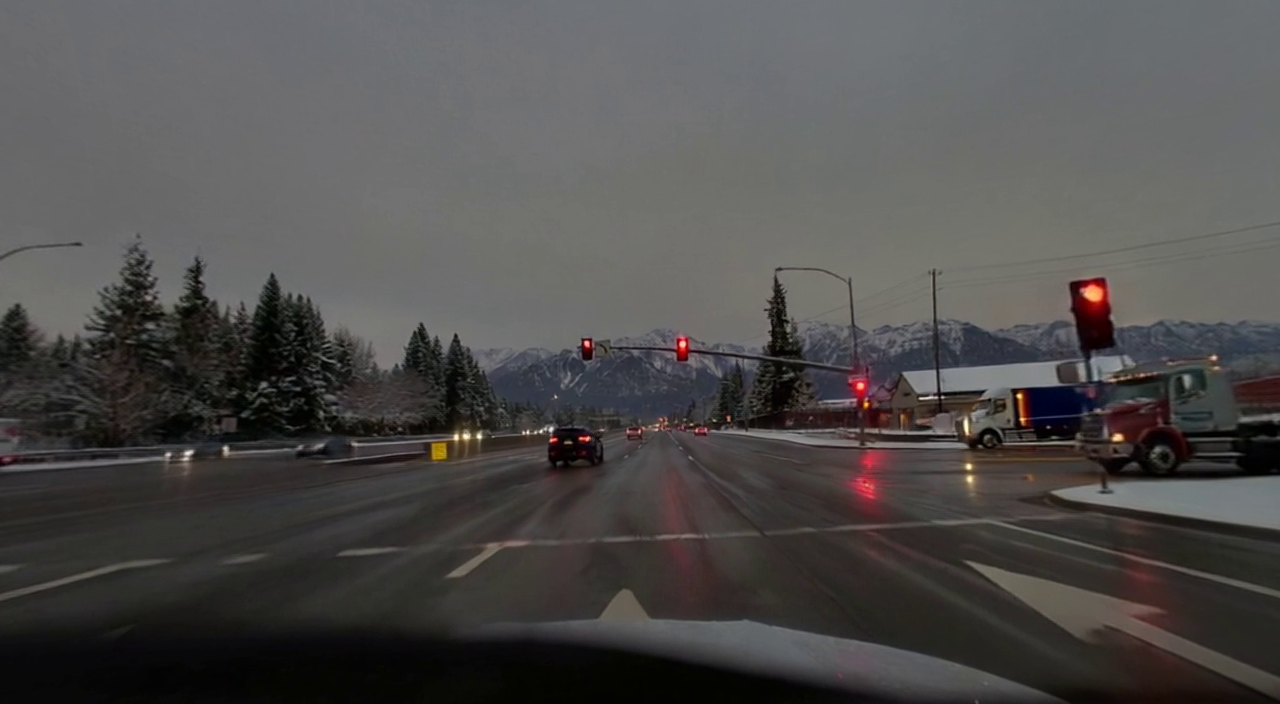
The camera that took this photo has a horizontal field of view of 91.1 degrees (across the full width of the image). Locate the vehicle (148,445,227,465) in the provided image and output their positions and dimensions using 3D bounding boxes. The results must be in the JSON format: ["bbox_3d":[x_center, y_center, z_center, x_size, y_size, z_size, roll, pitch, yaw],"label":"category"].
[{"bbox_3d":[-35.820,8.179,49.886,1.874,1.505,4.935,-2,-9,14],"label":"vehicle"}]

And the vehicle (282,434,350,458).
[{"bbox_3d":[-22.372,6.519,43.553,2.060,1.537,4.524,-1,-9,4],"label":"vehicle"}]

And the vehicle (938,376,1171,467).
[{"bbox_3d":[16.630,2.936,25.893,7.088,3.414,3.237,-2,-9,12],"label":"vehicle"}]

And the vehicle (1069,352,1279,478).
[{"bbox_3d":[18.334,2.169,20.945,5.512,3.865,3.002,-1,-9,3],"label":"vehicle"}]

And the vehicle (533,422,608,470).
[{"bbox_3d":[-2.631,3.747,25.082,2.287,1.712,4.537,0,-9,3],"label":"vehicle"}]
